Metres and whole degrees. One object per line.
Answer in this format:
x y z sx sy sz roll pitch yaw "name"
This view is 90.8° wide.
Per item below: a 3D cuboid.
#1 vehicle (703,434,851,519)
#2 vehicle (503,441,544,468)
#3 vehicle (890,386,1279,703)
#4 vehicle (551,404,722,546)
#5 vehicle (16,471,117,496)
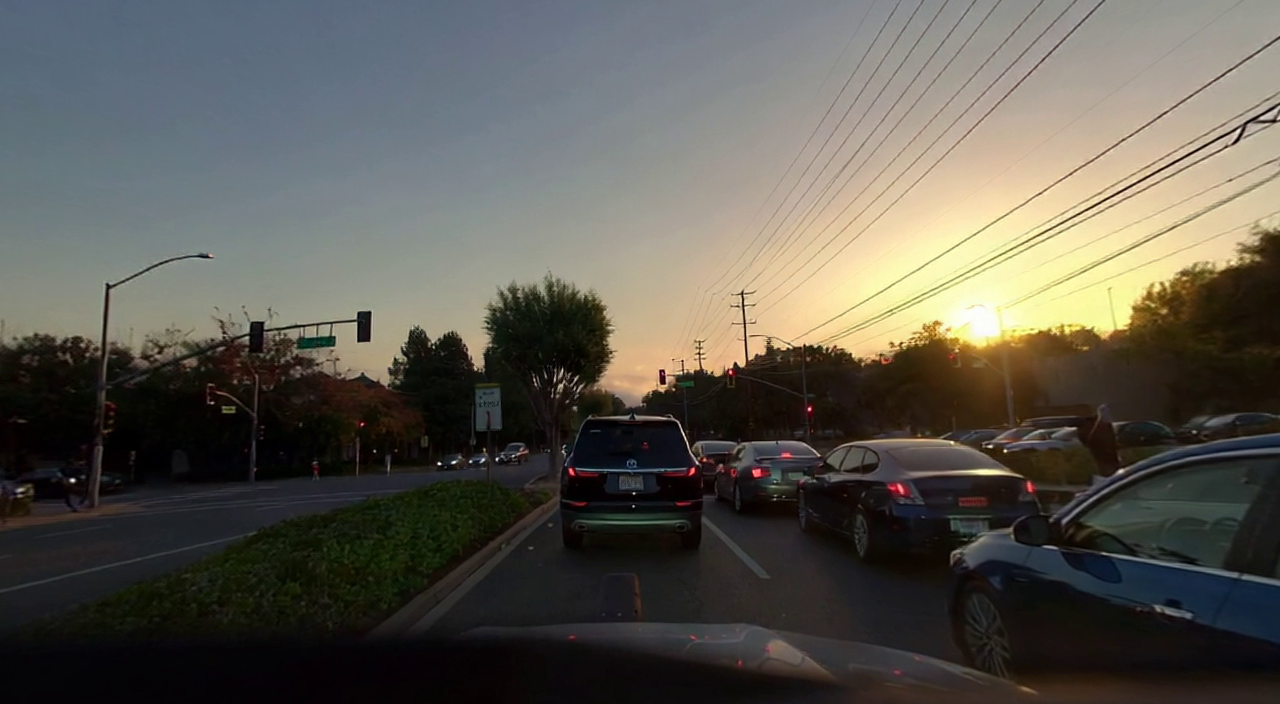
2.659 2.544 13.451 2.025 1.477 4.333 0 -9 -2 "vehicle"
-8.802 7.828 48.249 2.184 1.931 4.921 0 -9 0 "vehicle"
2.729 0.884 2.098 2.004 1.460 4.297 0 -9 0 "vehicle"
-0.114 1.976 10.794 2.236 1.856 4.816 0 -9 -2 "vehicle"
-38.332 8.778 42.321 4.569 1.505 1.992 0 -9 -5 "vehicle"
